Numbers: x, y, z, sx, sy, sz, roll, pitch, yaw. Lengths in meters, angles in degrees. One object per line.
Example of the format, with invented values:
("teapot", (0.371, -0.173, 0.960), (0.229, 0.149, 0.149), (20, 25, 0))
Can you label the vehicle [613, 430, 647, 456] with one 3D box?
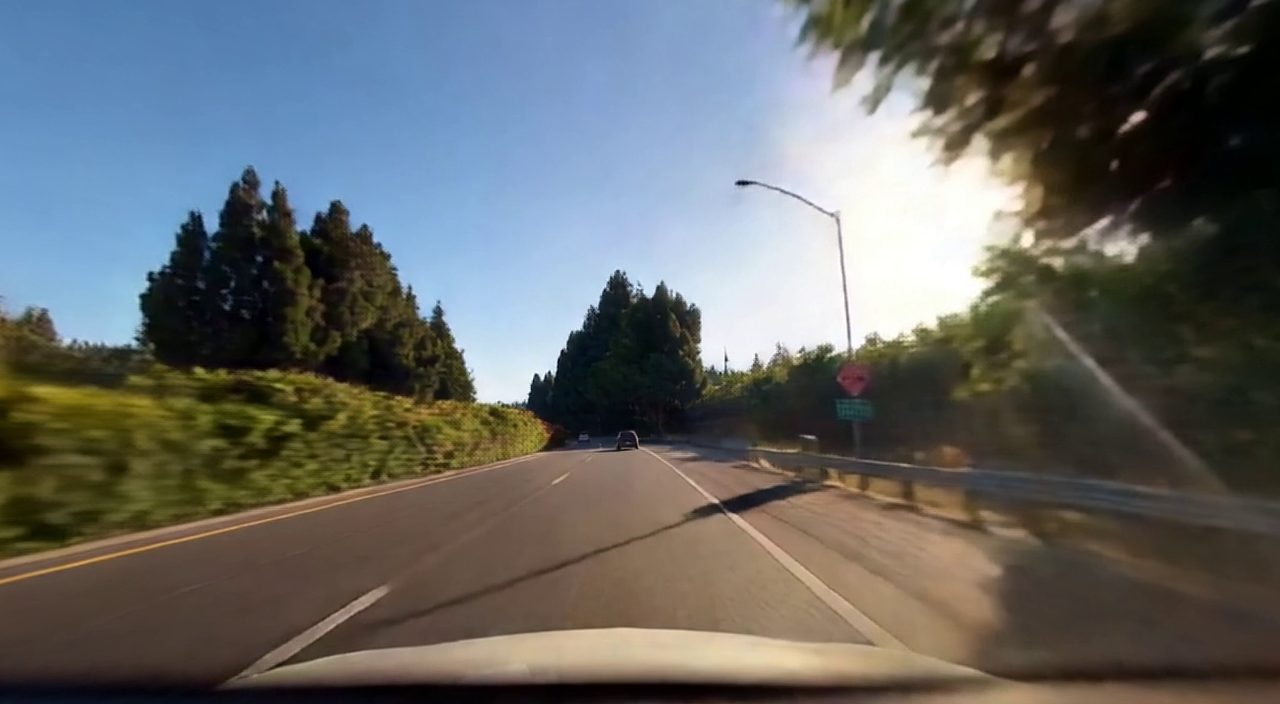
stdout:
("vehicle", (-0.684, 5.831, 40.509), (2.041, 1.618, 3.898), (0, -8, -2))
